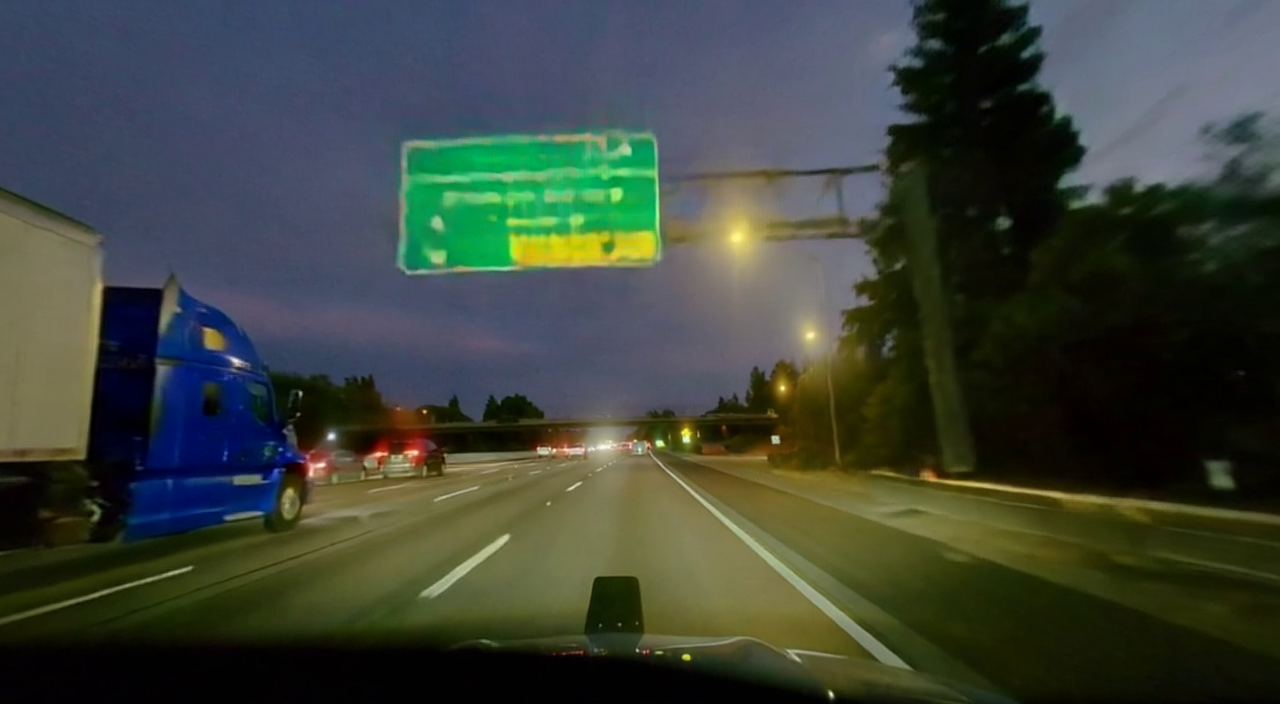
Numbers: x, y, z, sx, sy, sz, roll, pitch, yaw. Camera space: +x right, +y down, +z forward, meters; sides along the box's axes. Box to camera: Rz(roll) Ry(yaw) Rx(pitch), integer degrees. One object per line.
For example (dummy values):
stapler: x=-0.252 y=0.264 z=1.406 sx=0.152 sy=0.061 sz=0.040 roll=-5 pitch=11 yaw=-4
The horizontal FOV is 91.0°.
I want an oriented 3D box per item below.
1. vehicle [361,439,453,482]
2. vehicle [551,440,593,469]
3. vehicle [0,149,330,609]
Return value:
vehicle: x=-10.478 y=4.911 z=28.897 sx=2.146 sy=1.764 sz=5.510 roll=0 pitch=-9 yaw=0
vehicle: x=-4.138 y=6.290 z=38.866 sx=2.094 sy=1.695 sz=4.260 roll=0 pitch=-9 yaw=0
vehicle: x=-7.089 y=0.282 z=5.675 sx=3.303 sy=3.868 sz=10.298 roll=0 pitch=-9 yaw=0
